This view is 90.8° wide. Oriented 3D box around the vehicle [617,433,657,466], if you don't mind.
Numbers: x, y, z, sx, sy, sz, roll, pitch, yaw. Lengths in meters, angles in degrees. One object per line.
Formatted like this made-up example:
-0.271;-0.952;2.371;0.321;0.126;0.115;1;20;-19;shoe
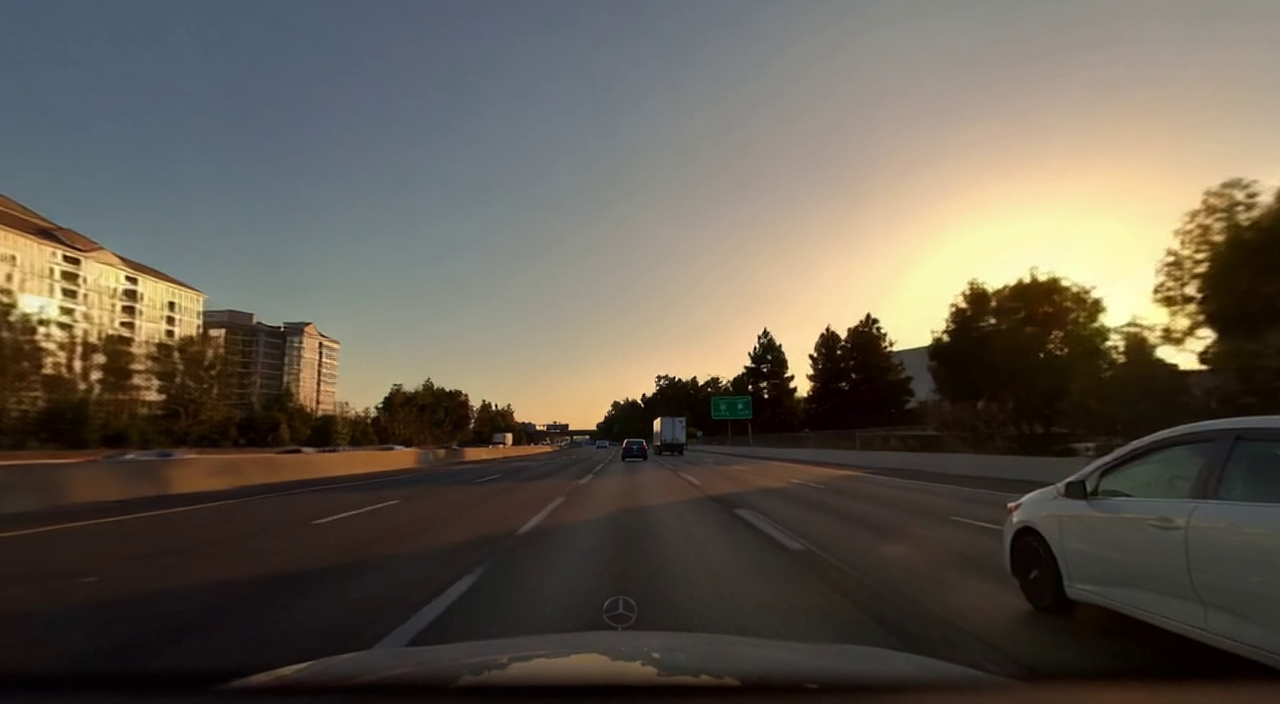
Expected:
-0.220;5.915;38.533;2.297;1.912;4.355;0;-8;-1;vehicle

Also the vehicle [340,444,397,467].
-18.291;6.971;42.817;1.841;1.447;4.531;0;-8;0;vehicle

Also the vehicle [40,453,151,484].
-29.845;6.378;34.844;1.888;1.460;4.806;0;-8;-1;vehicle

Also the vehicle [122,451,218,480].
-26.071;6.279;35.307;1.828;1.464;4.647;0;-8;-1;vehicle

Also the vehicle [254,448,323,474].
-22.141;6.868;40.030;1.890;1.454;4.389;0;-8;-1;vehicle

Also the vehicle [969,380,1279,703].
3.840;0.989;3.213;1.950;1.596;4.326;0;-8;-1;vehicle
